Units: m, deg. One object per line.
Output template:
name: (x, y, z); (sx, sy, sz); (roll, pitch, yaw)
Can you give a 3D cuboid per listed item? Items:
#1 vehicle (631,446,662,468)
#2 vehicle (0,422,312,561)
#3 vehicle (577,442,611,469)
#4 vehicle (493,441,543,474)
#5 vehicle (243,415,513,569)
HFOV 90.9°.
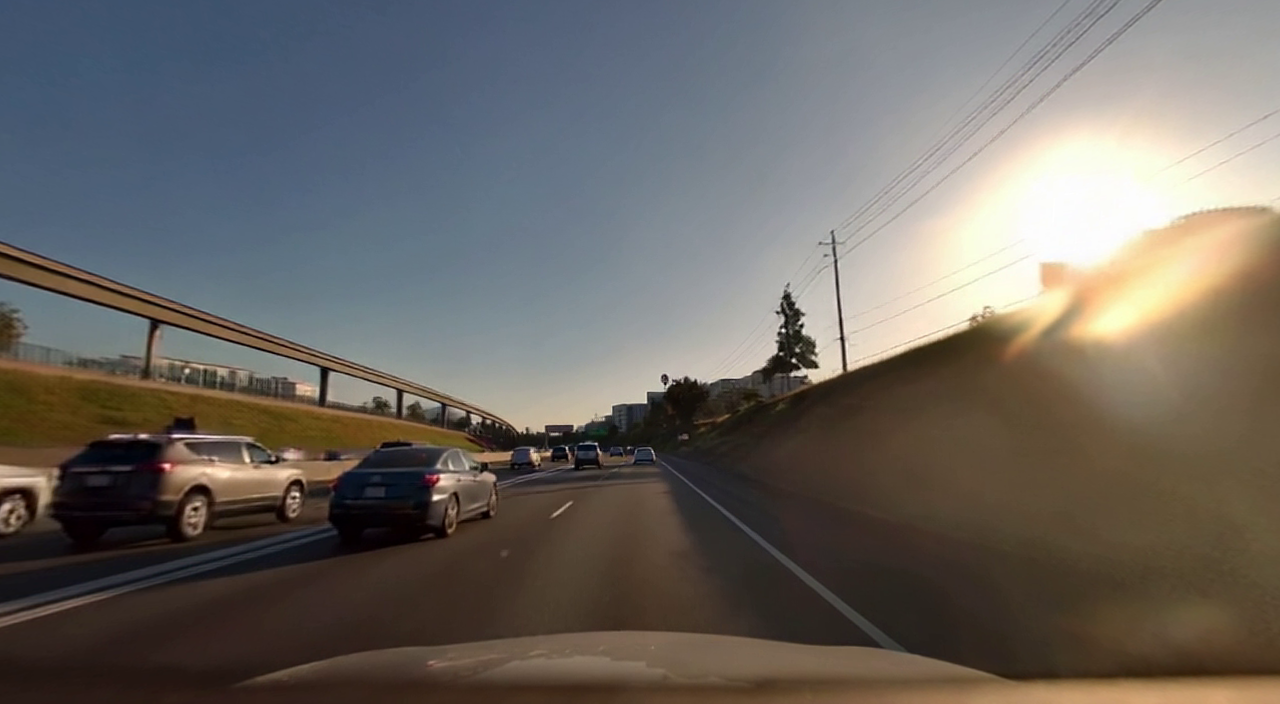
vehicle: (0.399, 7.241, 43.681); (2.074, 1.465, 3.977); (0, -8, -1)
vehicle: (-7.227, 1.985, 9.743); (1.959, 1.652, 4.170); (0, -8, 1)
vehicle: (-3.229, 7.392, 45.160); (2.093, 1.831, 4.712); (0, -8, 0)
vehicle: (-7.252, 6.303, 37.880); (2.084, 1.815, 4.406); (0, -8, 1)
vehicle: (-3.428, 1.909, 9.427); (2.052, 1.731, 4.372); (0, -8, 1)
